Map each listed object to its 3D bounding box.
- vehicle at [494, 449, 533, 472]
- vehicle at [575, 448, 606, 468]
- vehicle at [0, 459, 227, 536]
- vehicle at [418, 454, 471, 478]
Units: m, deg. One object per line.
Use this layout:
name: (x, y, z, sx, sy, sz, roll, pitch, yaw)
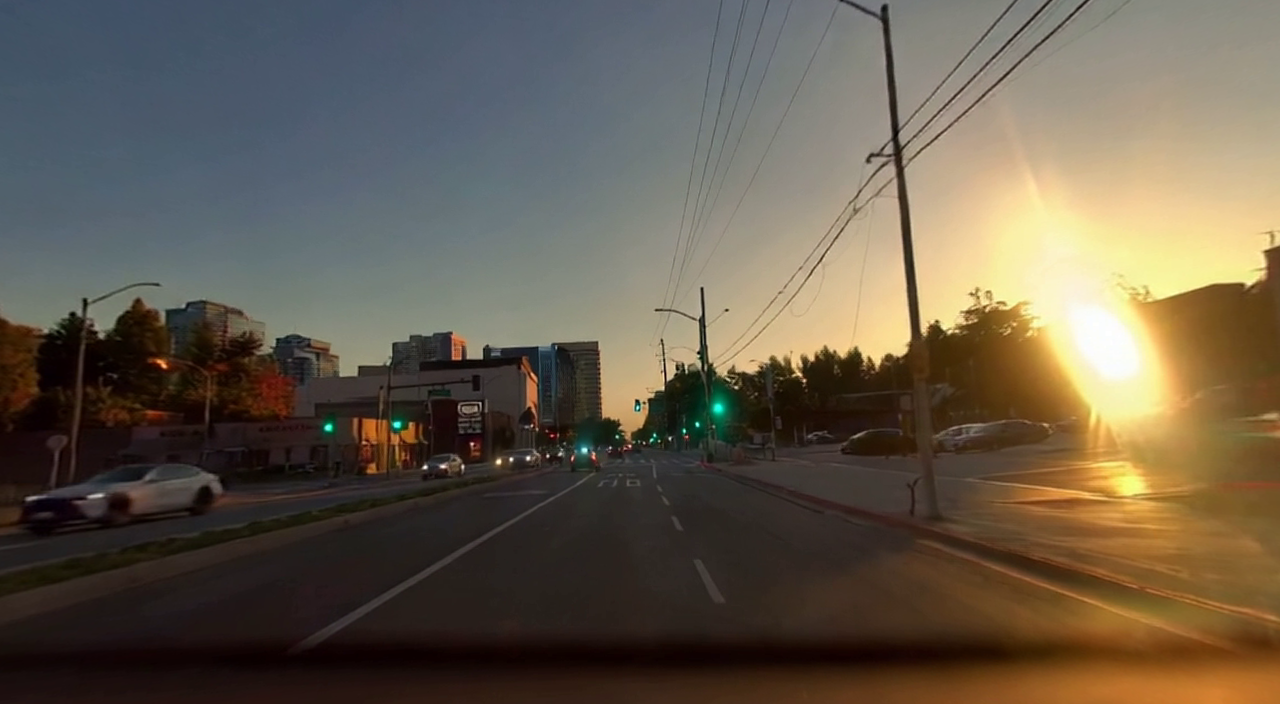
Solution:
vehicle: (-9.681, 8.341, 48.799, 2.010, 1.615, 4.536, -1, -9, 1)
vehicle: (-3.722, 7.983, 47.842, 1.962, 1.420, 4.021, -1, -9, 1)
vehicle: (-12.469, 3.423, 15.413, 1.876, 1.530, 4.198, 0, -9, 0)
vehicle: (-13.019, 7.599, 42.348, 1.949, 1.481, 4.746, 0, -9, 1)
